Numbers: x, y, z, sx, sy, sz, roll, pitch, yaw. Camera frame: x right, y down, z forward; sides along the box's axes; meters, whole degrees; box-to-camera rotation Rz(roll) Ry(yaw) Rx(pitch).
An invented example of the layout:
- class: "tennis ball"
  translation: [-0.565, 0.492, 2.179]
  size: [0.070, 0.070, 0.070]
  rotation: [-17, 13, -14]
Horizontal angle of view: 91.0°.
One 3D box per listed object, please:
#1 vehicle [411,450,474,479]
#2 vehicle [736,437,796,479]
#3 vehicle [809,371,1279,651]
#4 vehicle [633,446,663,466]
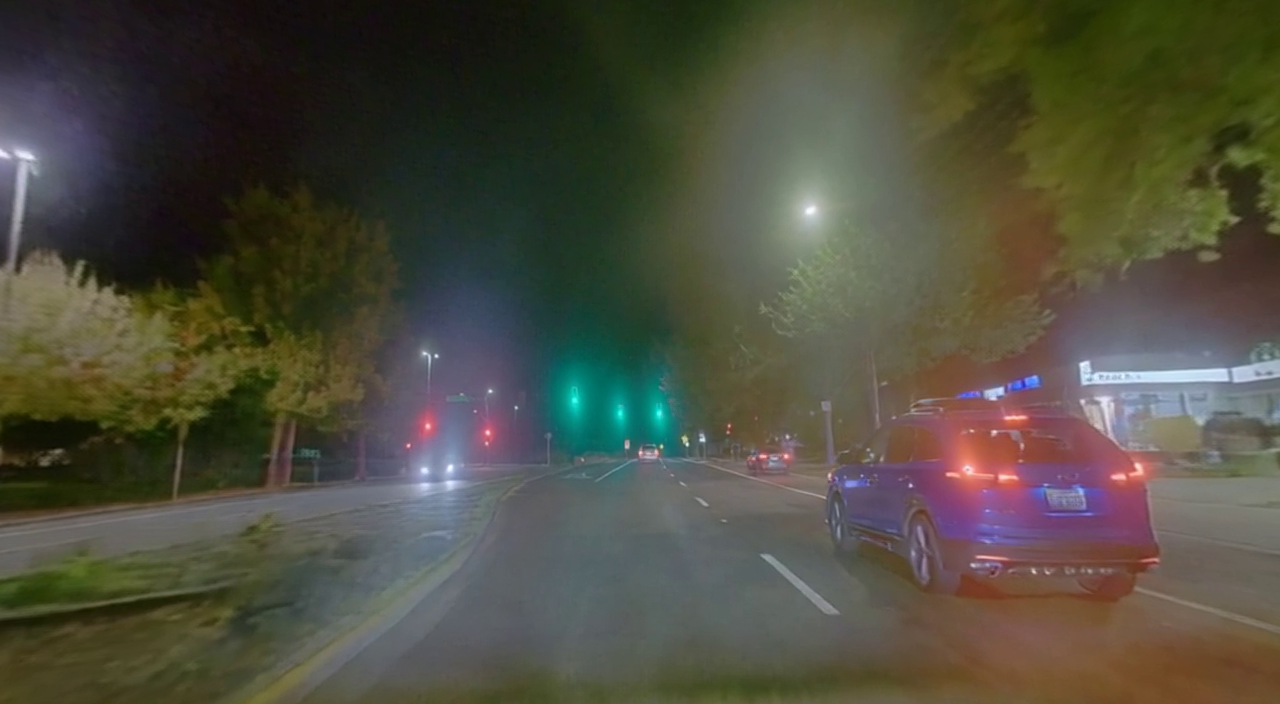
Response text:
- class: "vehicle"
  translation: [-11.078, 6.339, 35.724]
  size: [1.955, 1.507, 4.750]
  rotation: [0, -8, 1]
- class: "vehicle"
  translation: [6.016, 5.130, 30.773]
  size: [2.085, 1.828, 5.383]
  rotation: [0, -8, 3]
- class: "vehicle"
  translation: [3.383, 1.384, 6.471]
  size: [2.033, 1.865, 4.360]
  rotation: [0, -8, 0]
- class: "vehicle"
  translation: [0.626, 7.959, 48.290]
  size: [2.131, 1.474, 4.146]
  rotation: [0, -8, 1]
